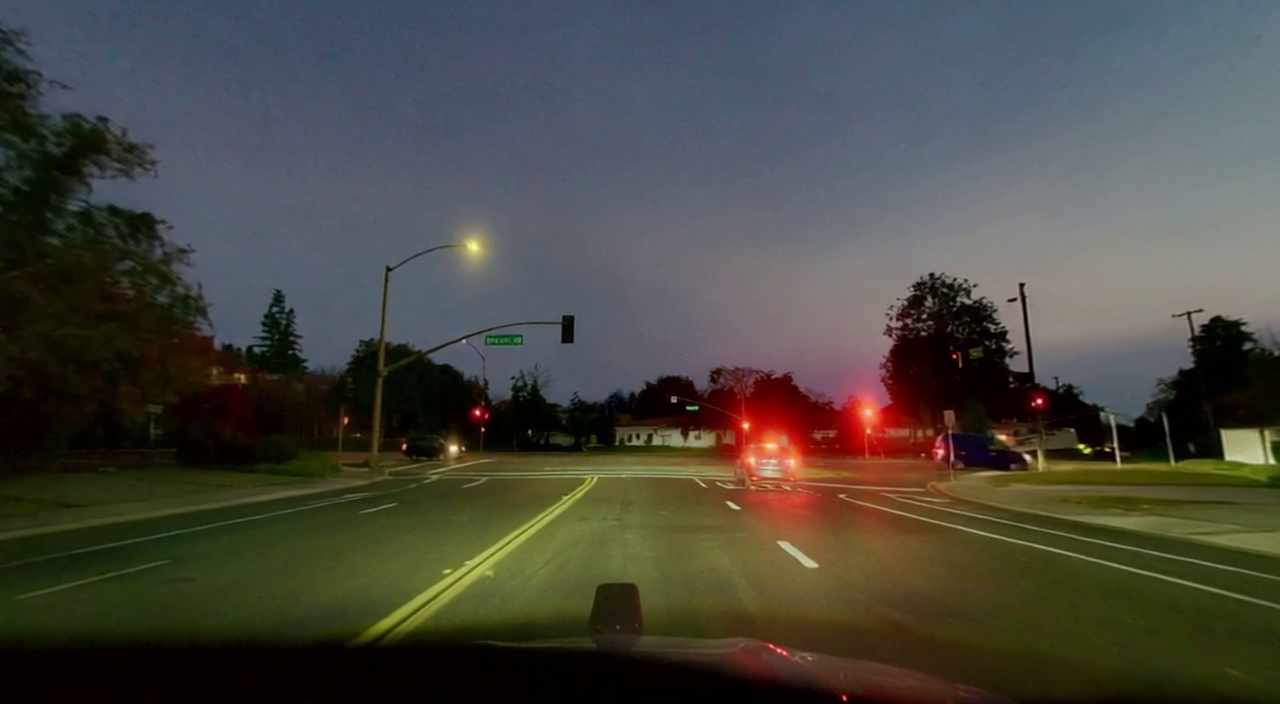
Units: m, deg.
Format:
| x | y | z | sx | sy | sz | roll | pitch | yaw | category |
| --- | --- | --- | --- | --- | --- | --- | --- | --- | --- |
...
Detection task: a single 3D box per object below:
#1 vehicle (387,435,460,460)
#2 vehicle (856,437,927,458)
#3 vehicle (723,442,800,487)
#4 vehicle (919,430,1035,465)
| x | y | z | sx | sy | sz | roll | pitch | yaw | category |
| --- | --- | --- | --- | --- | --- | --- | --- | --- | --- |
| -14.061 | 6.215 | 41.168 | 4.081 | 1.522 | 1.863 | -1 | -9 | 4 | vehicle |
| 19.551 | 7.446 | 49.254 | 4.630 | 1.637 | 2.023 | 0 | -9 | 1 | vehicle |
| 4.344 | 4.085 | 23.252 | 1.947 | 1.485 | 4.336 | 0 | -8 | 0 | vehicle |
| 20.938 | 5.959 | 39.449 | 5.869 | 2.098 | 2.206 | -1 | -9 | 3 | vehicle |
